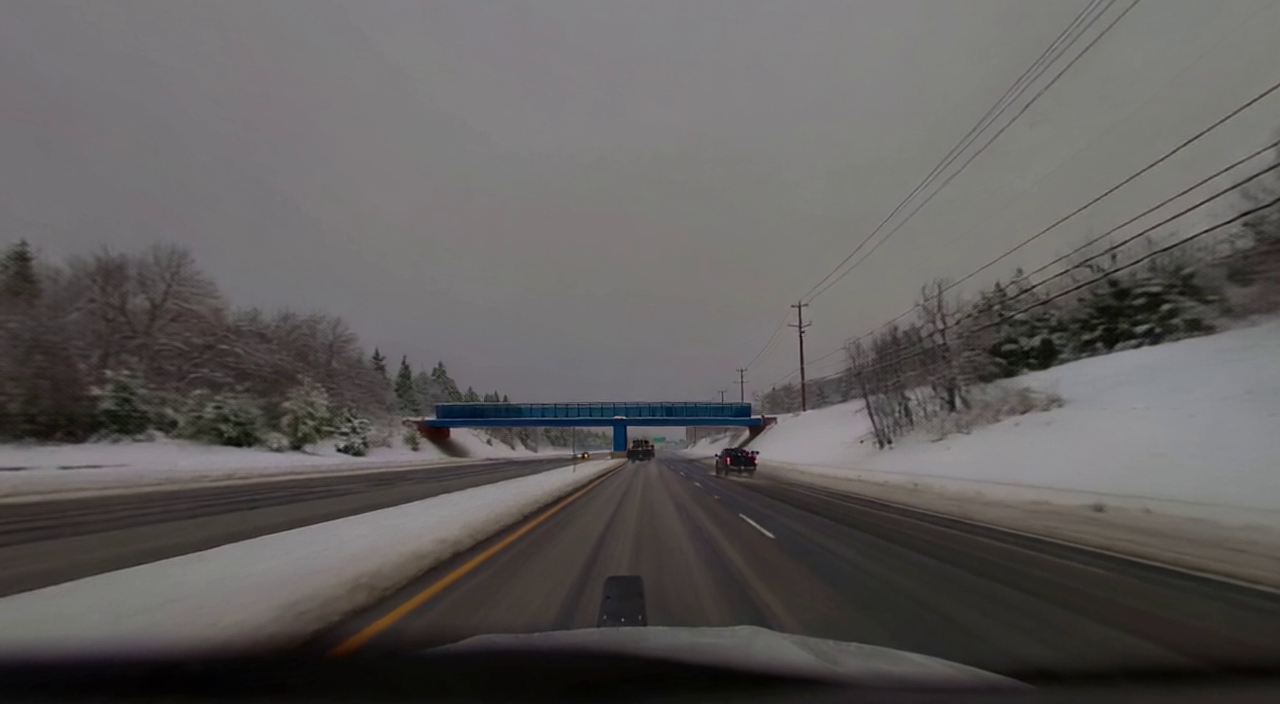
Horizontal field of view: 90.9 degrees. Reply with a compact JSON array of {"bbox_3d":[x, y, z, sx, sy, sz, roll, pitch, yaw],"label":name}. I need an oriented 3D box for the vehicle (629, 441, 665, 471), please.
[{"bbox_3d":[0.518,7.253,44.139,2.369,1.948,5.343,0,-9,2],"label":"vehicle"}]

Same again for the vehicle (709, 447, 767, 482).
[{"bbox_3d":[4.569,5.312,30.126,1.988,1.505,4.958,0,-9,0],"label":"vehicle"}]
